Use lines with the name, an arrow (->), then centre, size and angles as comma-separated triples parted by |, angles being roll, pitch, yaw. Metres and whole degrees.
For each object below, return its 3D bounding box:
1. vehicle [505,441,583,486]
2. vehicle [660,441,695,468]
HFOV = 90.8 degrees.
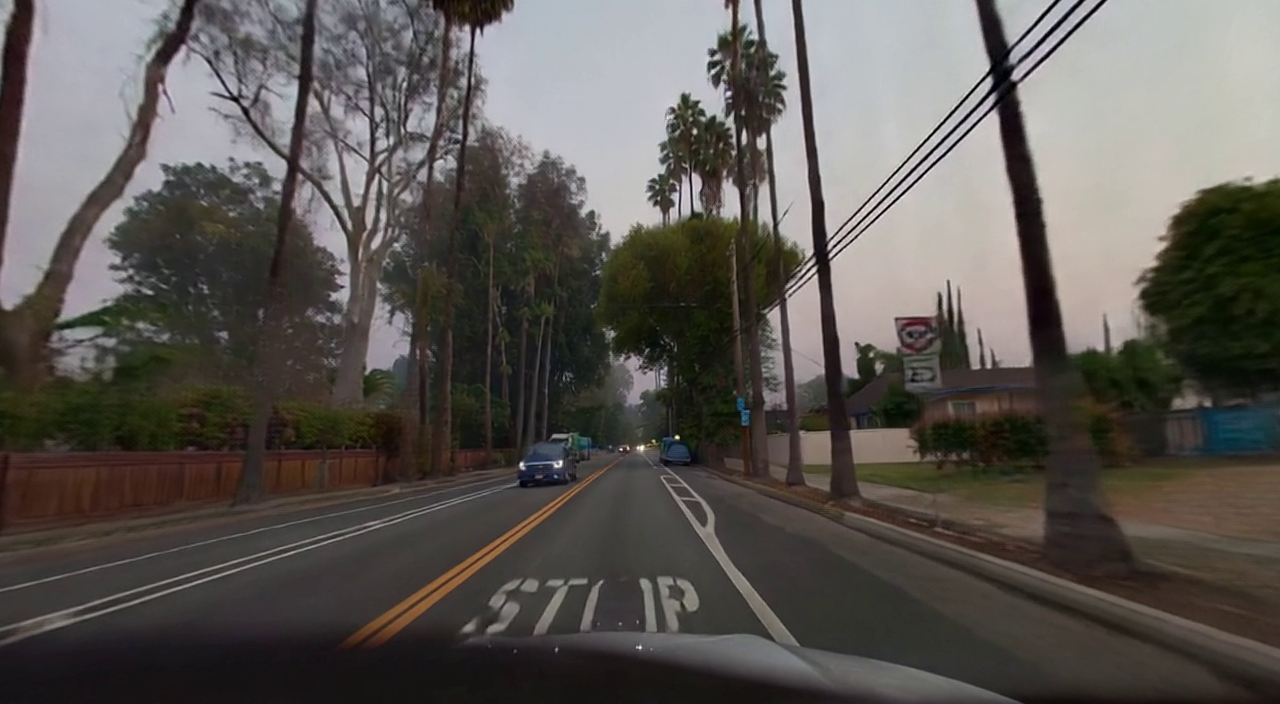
vehicle -> -3.821, 4.575, 26.388 | 2.336, 1.669, 5.581 | 0, -8, 1
vehicle -> 2.659, 7.382, 45.852 | 2.168, 1.851, 4.861 | 0, -8, -1
